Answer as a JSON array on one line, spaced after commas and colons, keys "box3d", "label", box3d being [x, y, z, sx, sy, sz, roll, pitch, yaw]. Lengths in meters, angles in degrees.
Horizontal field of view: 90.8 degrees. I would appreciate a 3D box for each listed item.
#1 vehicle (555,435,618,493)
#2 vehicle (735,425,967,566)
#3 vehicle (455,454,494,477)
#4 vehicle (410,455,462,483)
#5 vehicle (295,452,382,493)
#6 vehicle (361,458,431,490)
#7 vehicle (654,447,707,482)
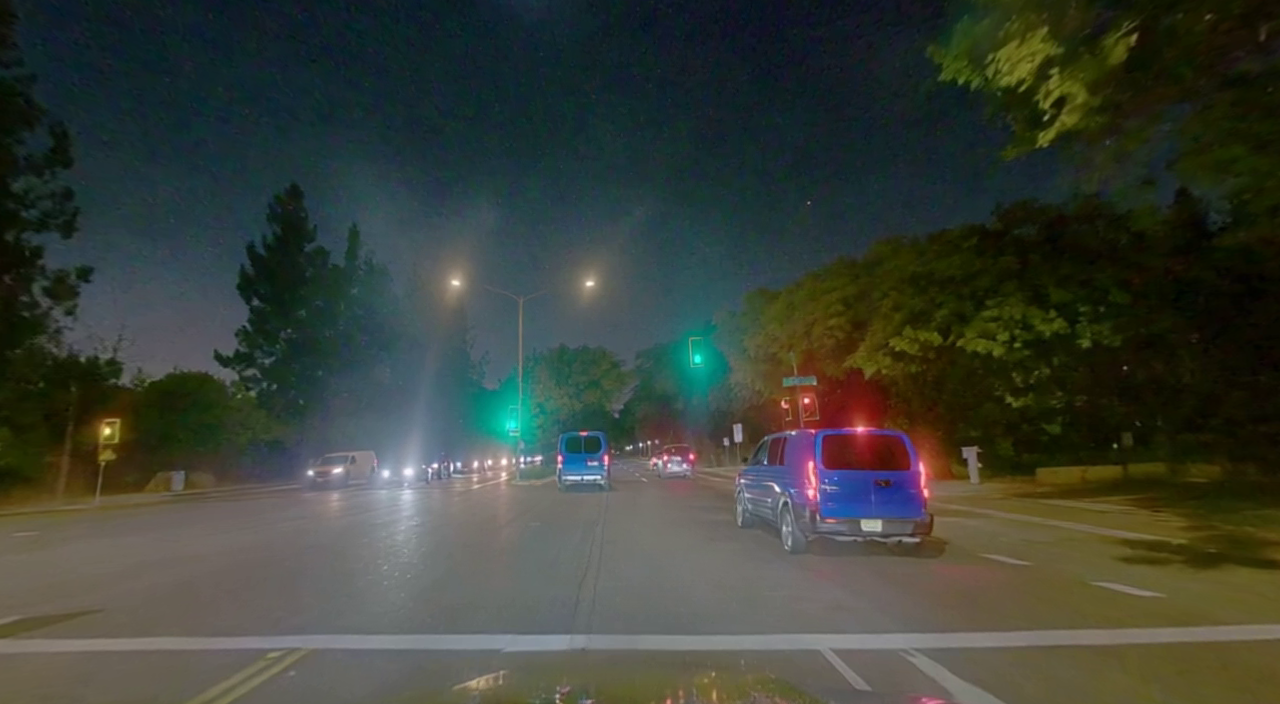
[{"box3d": [-2.035, 4.346, 24.821, 2.228, 2.054, 4.309, 1, -9, -4], "label": "vehicle"}, {"box3d": [2.869, 2.040, 9.739, 1.965, 1.671, 4.146, 0, -9, -3], "label": "vehicle"}, {"box3d": [-12.903, 8.840, 49.485, 1.988, 1.689, 4.047, 0, -9, -1], "label": "vehicle"}, {"box3d": [-12.847, 7.374, 40.052, 1.956, 1.625, 4.123, 0, -9, -2], "label": "vehicle"}, {"box3d": [-16.497, 6.593, 34.999, 2.299, 2.015, 5.743, 1, -9, -4], "label": "vehicle"}, {"box3d": [-12.659, 6.329, 33.085, 2.128, 1.496, 4.432, 1, -9, -3], "label": "vehicle"}, {"box3d": [2.018, 5.791, 32.800, 2.248, 1.692, 4.252, 1, -9, -4], "label": "vehicle"}]
